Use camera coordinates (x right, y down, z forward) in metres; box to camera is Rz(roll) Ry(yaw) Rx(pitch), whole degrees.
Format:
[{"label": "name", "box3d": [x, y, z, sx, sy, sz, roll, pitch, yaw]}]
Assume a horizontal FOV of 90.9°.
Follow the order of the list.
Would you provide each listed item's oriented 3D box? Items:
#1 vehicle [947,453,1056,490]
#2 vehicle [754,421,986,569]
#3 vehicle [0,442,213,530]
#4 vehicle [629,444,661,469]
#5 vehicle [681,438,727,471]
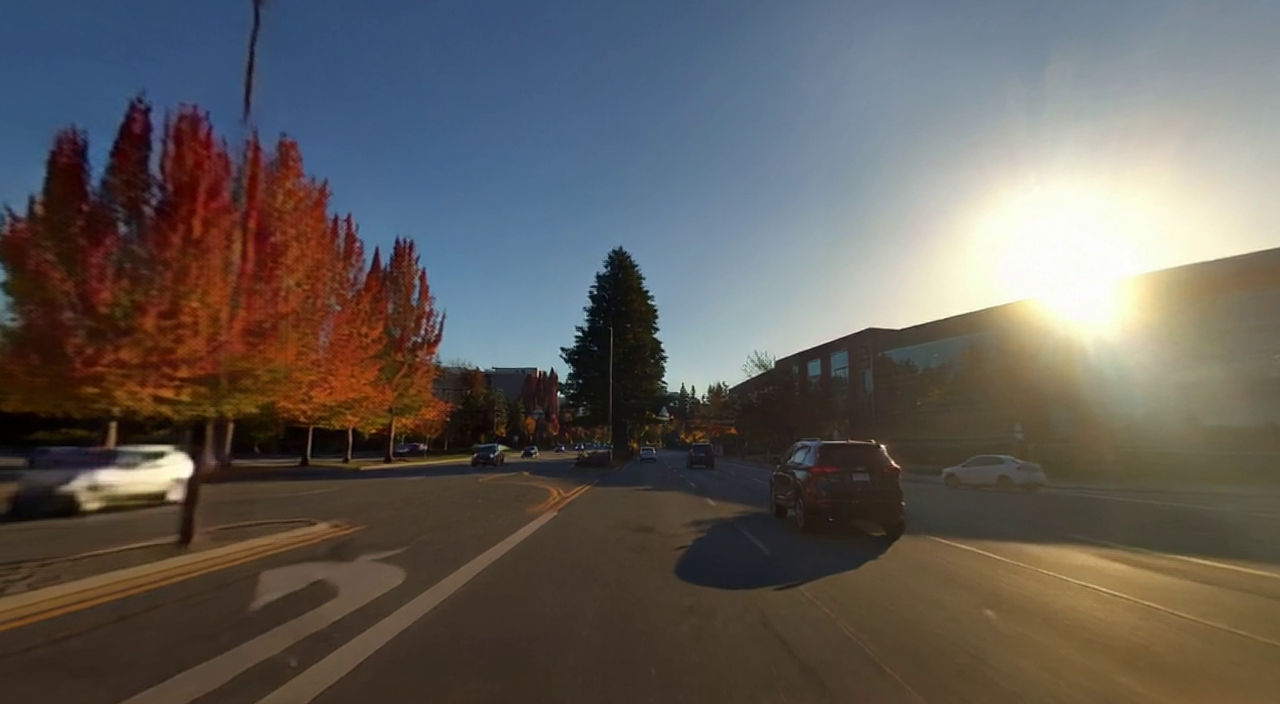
[{"label": "vehicle", "box3d": [17.550, 5.795, 30.836, 4.398, 1.634, 2.031, -4, -9, 27]}, {"label": "vehicle", "box3d": [2.981, 1.923, 9.191, 1.901, 1.634, 3.896, 1, -8, 0]}, {"label": "vehicle", "box3d": [-11.561, 2.623, 13.063, 2.055, 1.479, 4.693, 0, -8, 1]}, {"label": "vehicle", "box3d": [0.264, 6.734, 40.760, 1.991, 1.477, 3.814, 0, -8, -1]}, {"label": "vehicle", "box3d": [3.777, 6.157, 38.003, 2.154, 1.844, 4.634, 0, -8, -1]}]
